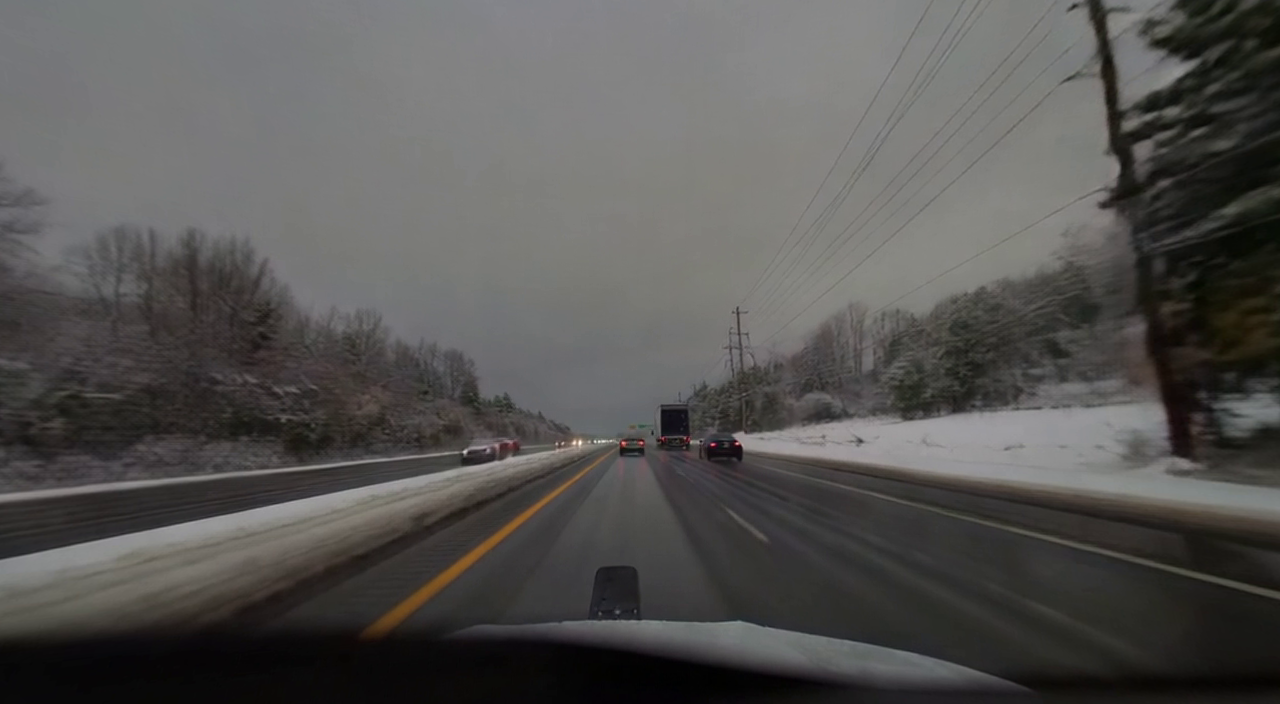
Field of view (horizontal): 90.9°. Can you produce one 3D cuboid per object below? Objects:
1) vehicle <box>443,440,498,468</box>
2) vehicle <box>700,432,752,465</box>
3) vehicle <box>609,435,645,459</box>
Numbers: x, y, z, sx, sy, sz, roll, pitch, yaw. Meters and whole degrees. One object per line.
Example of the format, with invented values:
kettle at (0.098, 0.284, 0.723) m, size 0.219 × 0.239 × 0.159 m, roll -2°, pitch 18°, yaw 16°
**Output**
vehicle at (-9.864, 5.931, 37.024) m, size 2.106 × 1.511 × 4.134 m, roll 0°, pitch -8°, yaw 0°
vehicle at (4.265, 4.805, 31.695) m, size 1.930 × 1.573 × 3.853 m, roll 0°, pitch -8°, yaw -2°
vehicle at (-0.827, 6.030, 40.263) m, size 2.163 × 1.466 × 3.693 m, roll 0°, pitch -8°, yaw -1°
